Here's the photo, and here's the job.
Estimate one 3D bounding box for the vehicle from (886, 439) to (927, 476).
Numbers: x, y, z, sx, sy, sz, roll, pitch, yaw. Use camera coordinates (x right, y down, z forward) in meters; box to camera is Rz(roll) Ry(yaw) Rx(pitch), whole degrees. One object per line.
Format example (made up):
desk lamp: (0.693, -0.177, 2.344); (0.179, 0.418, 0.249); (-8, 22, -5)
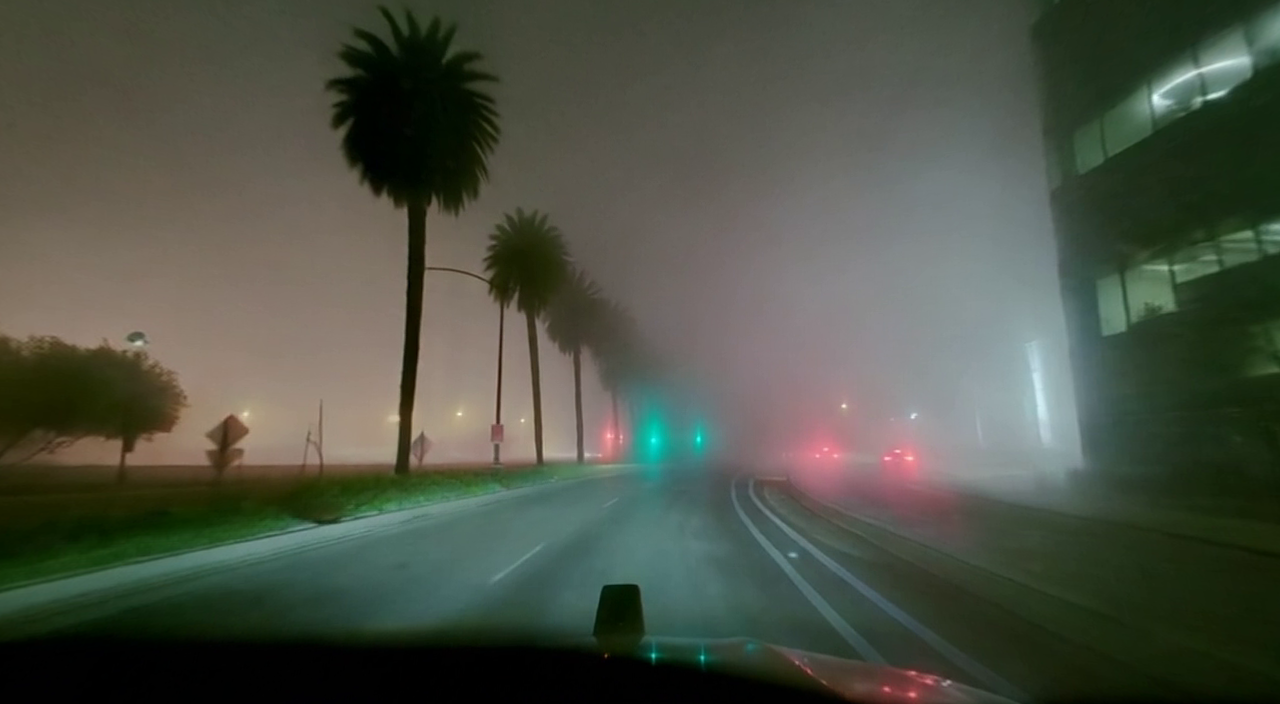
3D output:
vehicle: (18.010, 7.168, 42.664); (2.219, 2.342, 1.744); (-1, -11, 13)
